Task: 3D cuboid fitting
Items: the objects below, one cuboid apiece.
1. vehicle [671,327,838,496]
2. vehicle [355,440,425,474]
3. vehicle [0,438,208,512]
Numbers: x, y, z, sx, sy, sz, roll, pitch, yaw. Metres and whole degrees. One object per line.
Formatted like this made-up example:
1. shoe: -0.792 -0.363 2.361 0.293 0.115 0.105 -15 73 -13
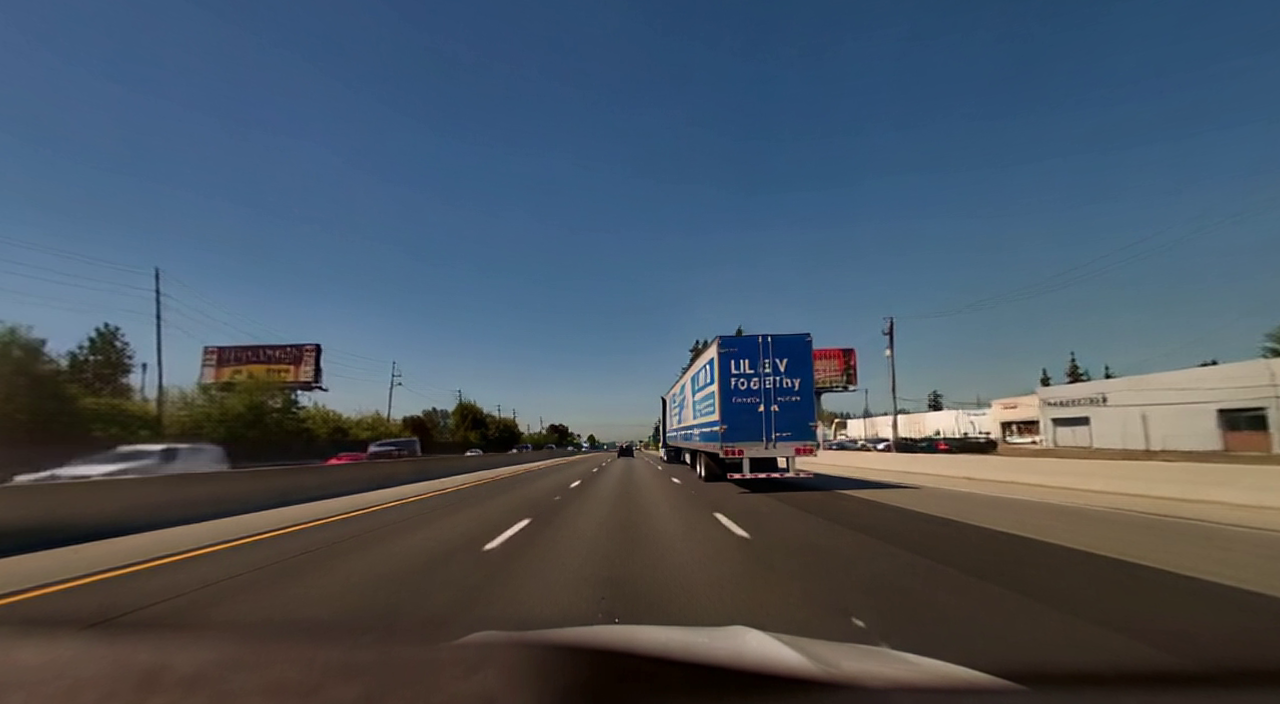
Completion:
1. vehicle: 3.379 2.789 24.961 2.891 4.387 17.121 0 -9 -2
2. vehicle: -11.644 4.908 29.667 1.757 1.451 3.658 0 -9 0
3. vehicle: -11.355 2.586 13.693 1.620 1.372 3.339 0 -9 -1
